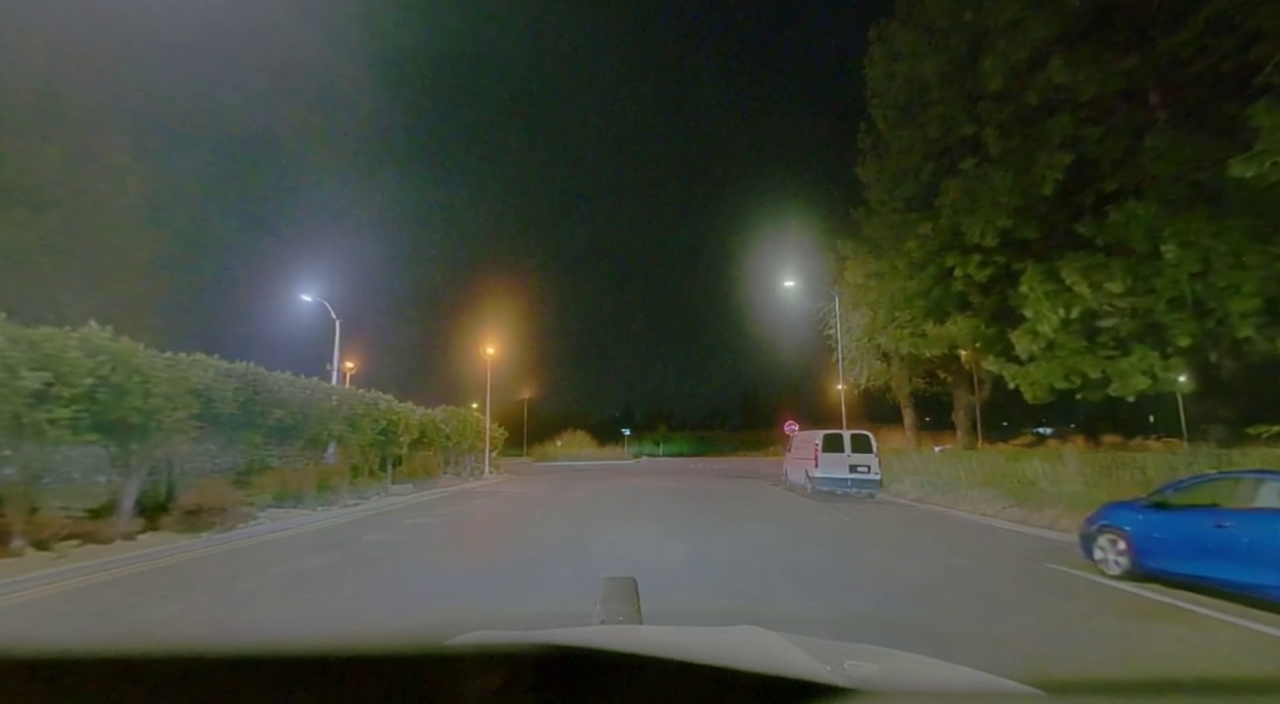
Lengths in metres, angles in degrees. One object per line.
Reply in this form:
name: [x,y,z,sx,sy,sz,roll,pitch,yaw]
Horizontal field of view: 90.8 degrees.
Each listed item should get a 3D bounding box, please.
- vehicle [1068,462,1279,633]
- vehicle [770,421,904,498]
vehicle: [6.027,1.619,5.296,1.970,1.269,4.199,0,-8,1]
vehicle: [6.411,3.609,21.621,2.659,2.245,5.991,0,-8,0]
